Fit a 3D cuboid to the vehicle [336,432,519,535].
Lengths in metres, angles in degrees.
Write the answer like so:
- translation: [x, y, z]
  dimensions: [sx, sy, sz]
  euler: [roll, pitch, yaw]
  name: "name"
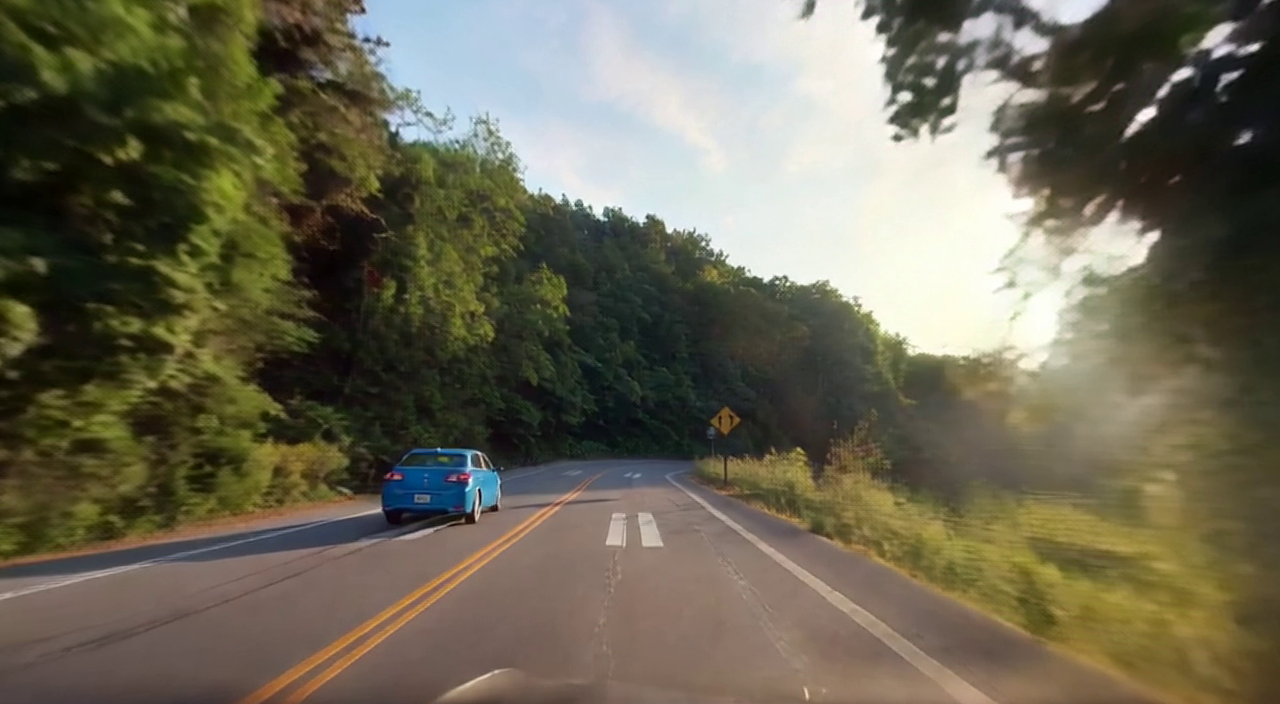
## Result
- translation: [-3.747, 2.402, 12.014]
  dimensions: [2.078, 1.607, 3.959]
  euler: [0, -9, 0]
  name: "vehicle"
